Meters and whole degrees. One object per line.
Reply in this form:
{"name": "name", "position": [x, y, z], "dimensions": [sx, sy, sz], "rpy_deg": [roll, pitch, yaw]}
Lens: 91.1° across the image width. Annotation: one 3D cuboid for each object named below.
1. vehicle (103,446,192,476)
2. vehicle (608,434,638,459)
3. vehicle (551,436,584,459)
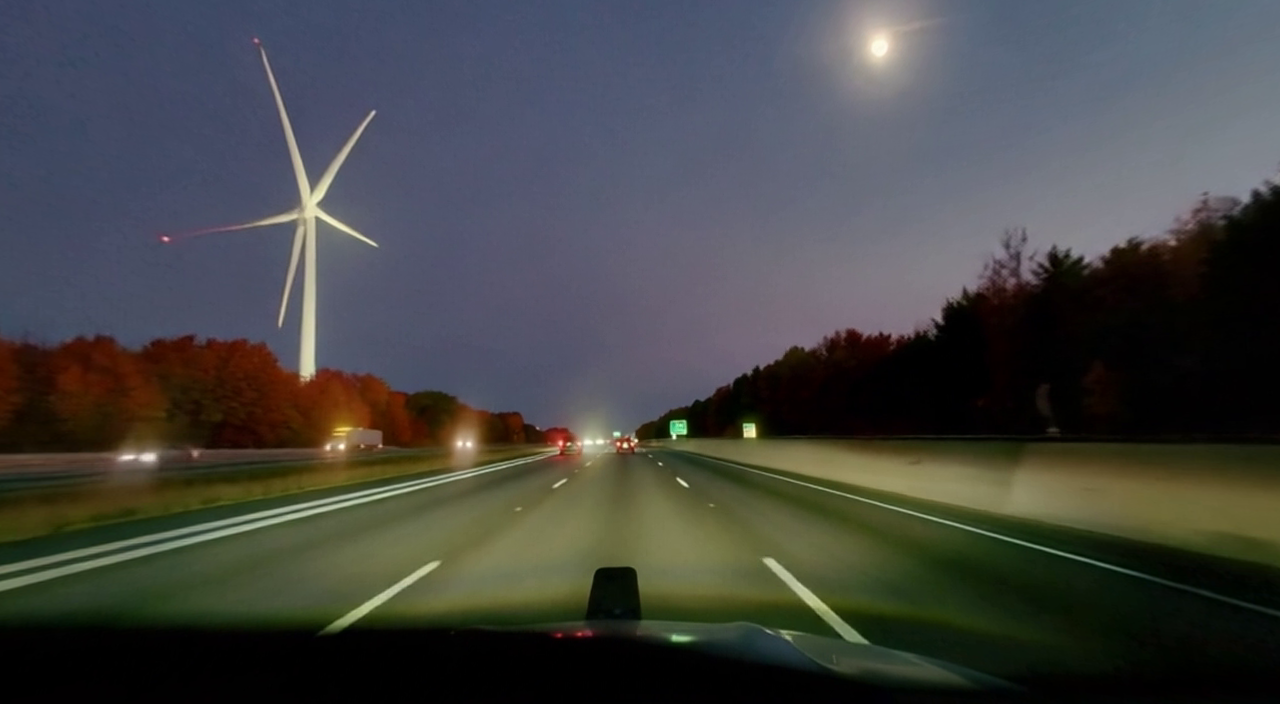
{"name": "vehicle", "position": [-28.755, 6.364, 36.917], "dimensions": [1.851, 1.595, 4.296], "rpy_deg": [0, -8, -3]}
{"name": "vehicle", "position": [-1.311, 7.316, 48.829], "dimensions": [2.213, 1.774, 4.563], "rpy_deg": [0, -8, -1]}
{"name": "vehicle", "position": [-5.432, 7.181, 47.422], "dimensions": [2.062, 1.622, 4.153], "rpy_deg": [0, -8, -1]}
